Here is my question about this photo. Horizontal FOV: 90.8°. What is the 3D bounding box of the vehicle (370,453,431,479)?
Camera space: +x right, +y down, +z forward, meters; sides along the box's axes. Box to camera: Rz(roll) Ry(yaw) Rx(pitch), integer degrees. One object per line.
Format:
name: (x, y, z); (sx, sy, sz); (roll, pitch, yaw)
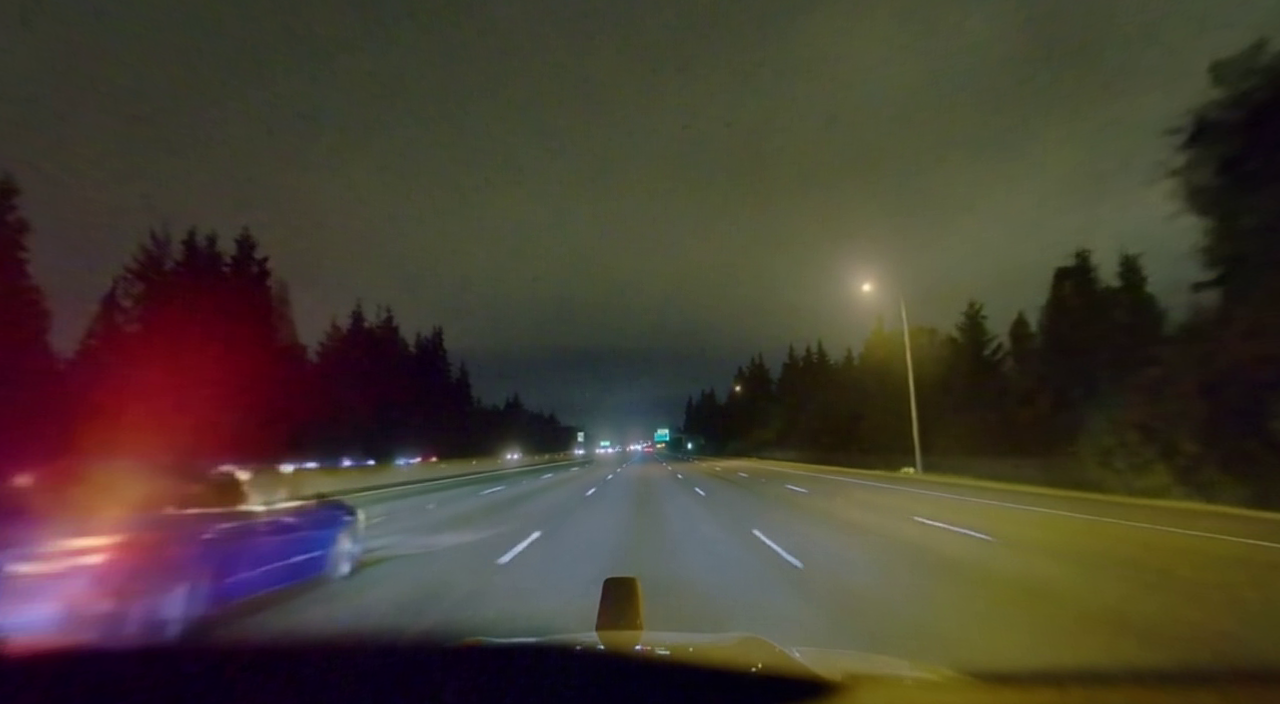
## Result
vehicle: (-16.117, 7.678, 42.729); (2.213, 1.598, 4.523); (-1, -9, 1)

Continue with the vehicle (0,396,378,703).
vehicle: (-3.642, 1.209, 4.219); (1.979, 1.521, 4.147); (0, -9, 0)
